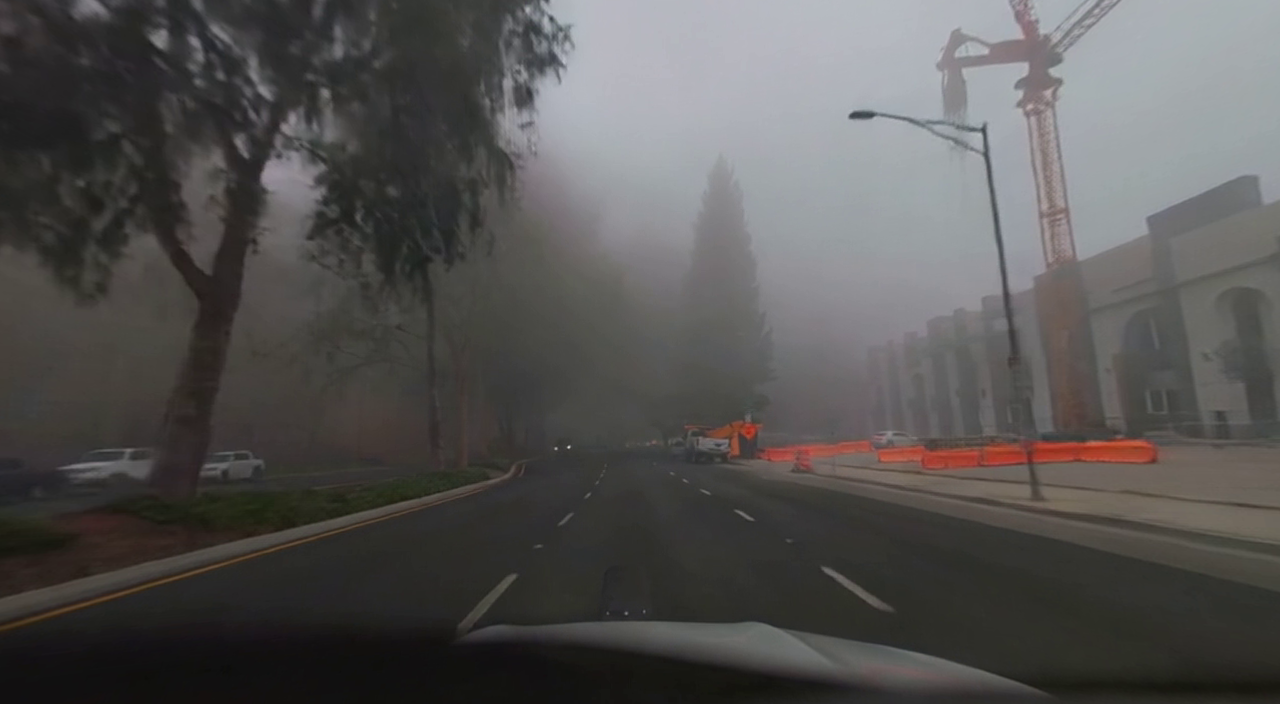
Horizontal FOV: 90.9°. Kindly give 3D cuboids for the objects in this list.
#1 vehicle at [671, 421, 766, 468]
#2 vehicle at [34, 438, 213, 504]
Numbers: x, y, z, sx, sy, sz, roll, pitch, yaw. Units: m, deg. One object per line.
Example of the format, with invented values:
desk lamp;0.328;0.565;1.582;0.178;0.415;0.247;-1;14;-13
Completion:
vehicle;5.290;6.533;44.242;3.060;2.963;7.552;4;-10;-24
vehicle;-18.141;4.148;22.601;2.286;2.069;5.077;0;-8;-4
